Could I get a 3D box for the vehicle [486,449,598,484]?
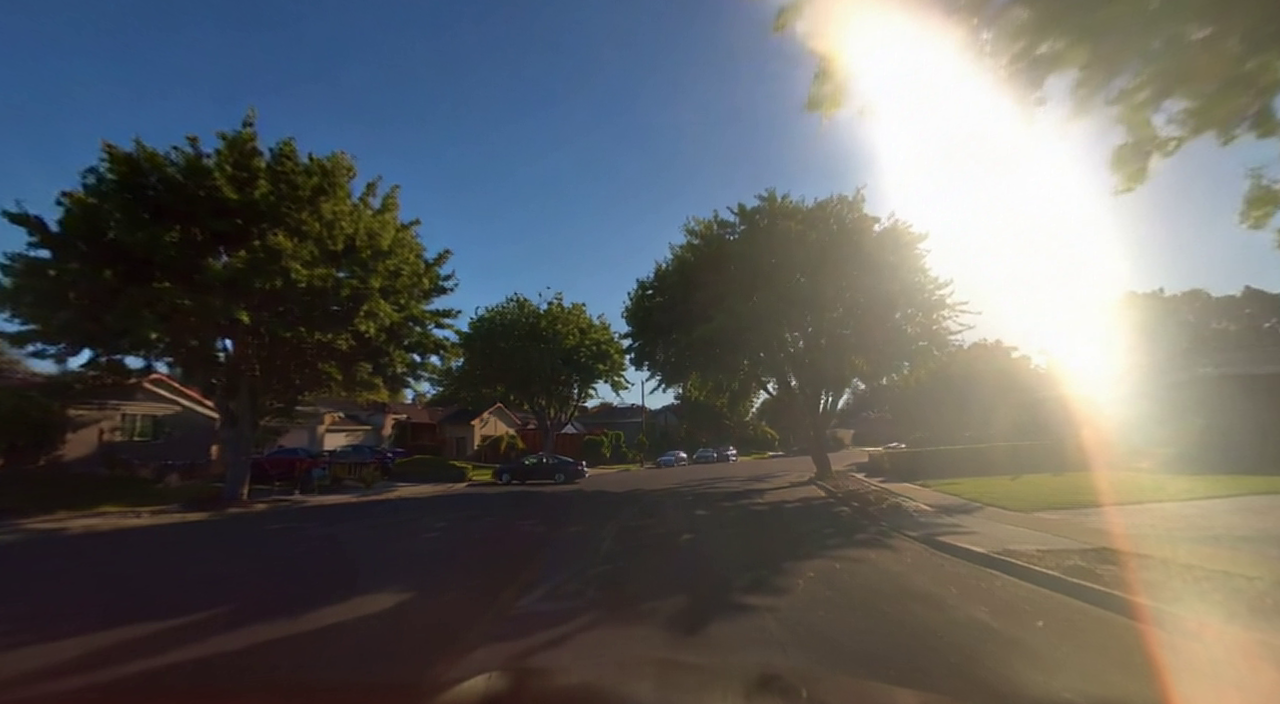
[{"bbox_3d":[-4.391,5.143,28.634,4.653,1.480,1.871,-2,-9,13],"label":"vehicle"}]
